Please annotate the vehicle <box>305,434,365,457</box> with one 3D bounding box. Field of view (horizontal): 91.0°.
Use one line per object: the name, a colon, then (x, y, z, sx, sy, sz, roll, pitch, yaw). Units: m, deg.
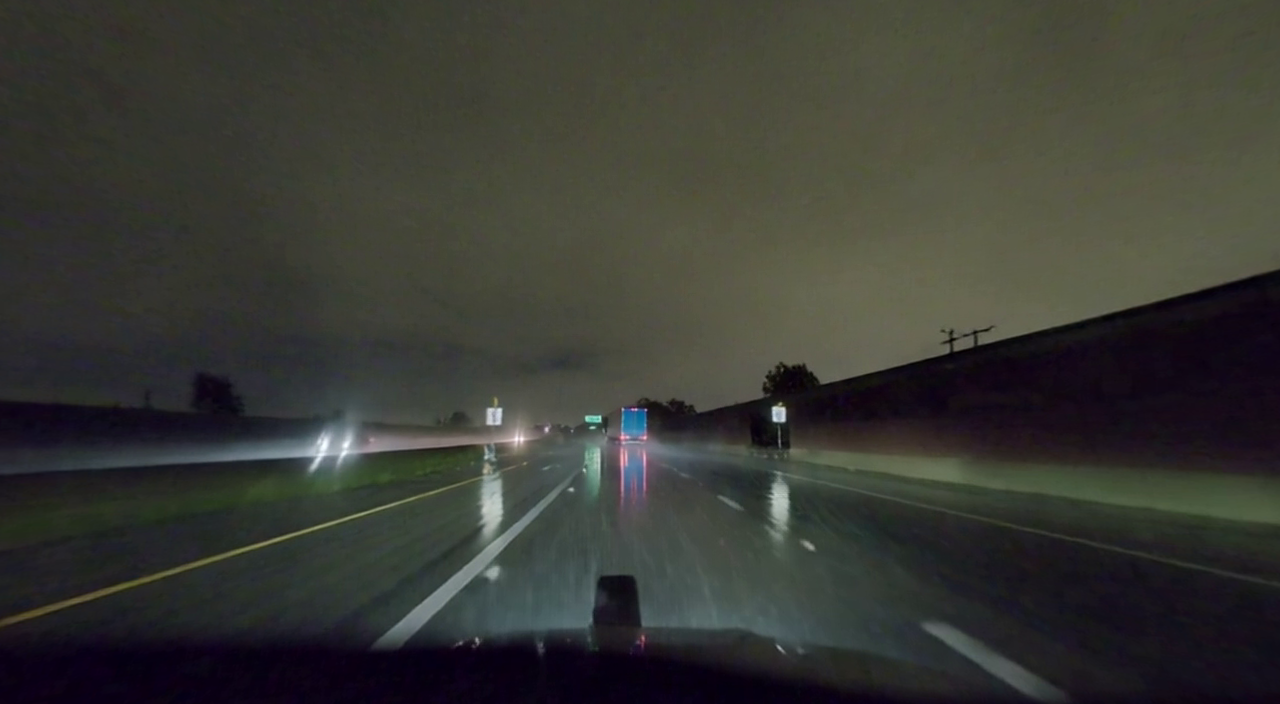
vehicle: (-21.476, 6.586, 44.551, 2.083, 1.487, 4.759, 0, -8, -3)
